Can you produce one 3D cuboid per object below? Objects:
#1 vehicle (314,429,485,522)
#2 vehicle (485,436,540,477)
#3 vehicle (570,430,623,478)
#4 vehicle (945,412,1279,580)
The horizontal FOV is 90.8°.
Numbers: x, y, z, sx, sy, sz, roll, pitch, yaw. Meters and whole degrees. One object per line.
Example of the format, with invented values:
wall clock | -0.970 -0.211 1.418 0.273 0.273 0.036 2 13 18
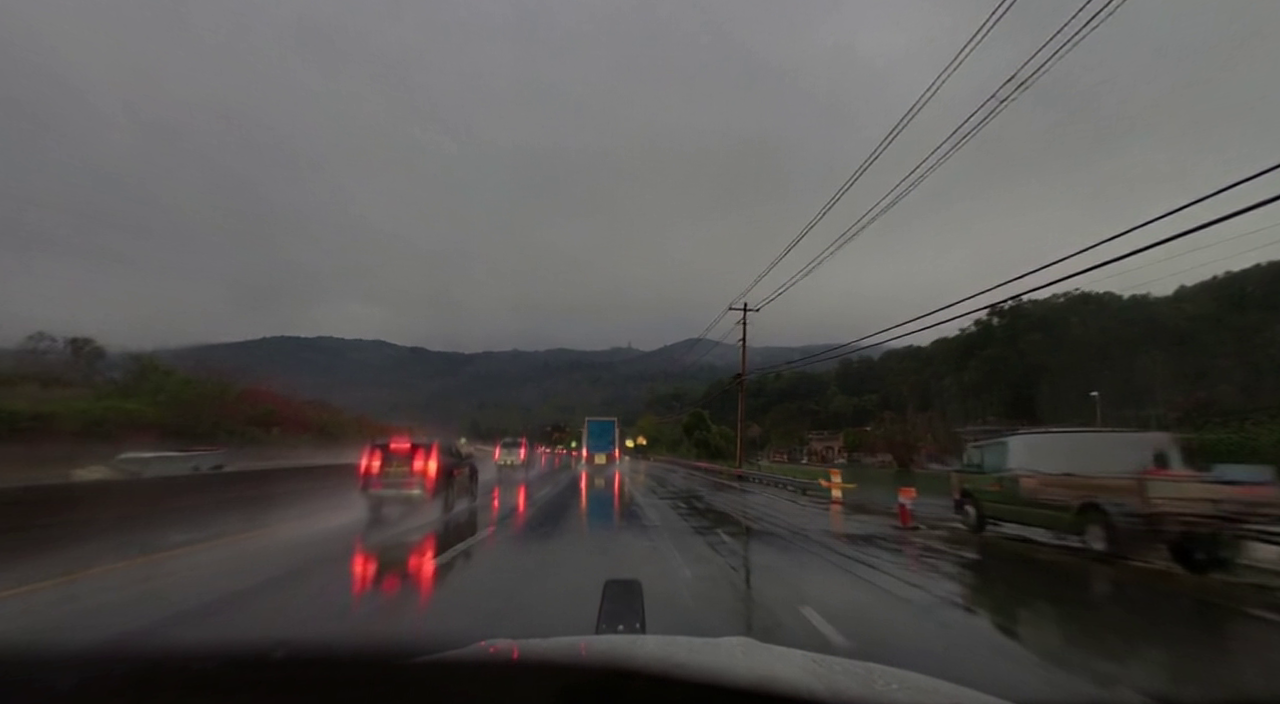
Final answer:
vehicle | -5.080 2.651 14.180 2.185 1.721 4.550 0 -9 -2
vehicle | -6.906 5.720 34.845 2.345 2.012 5.693 1 -9 -6
vehicle | -2.386 5.359 33.436 2.486 2.280 5.291 1 -9 -7
vehicle | 6.618 1.858 9.029 2.058 1.747 4.585 0 -9 -2
